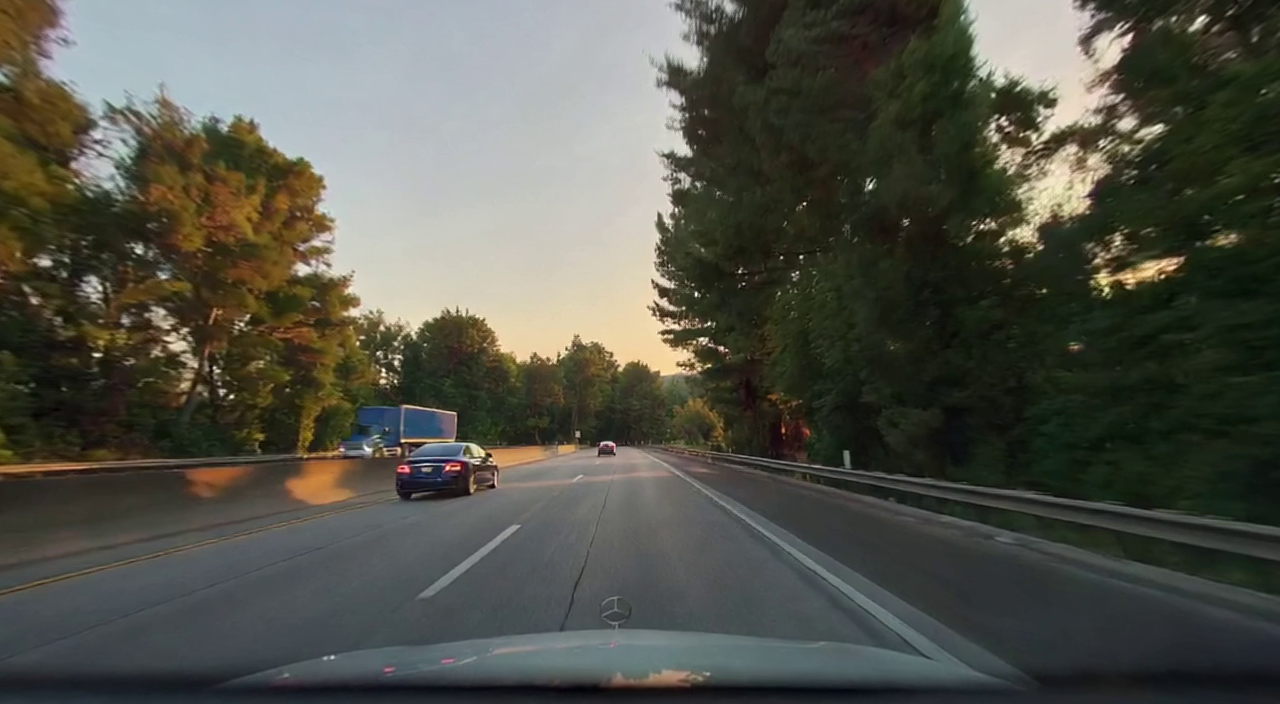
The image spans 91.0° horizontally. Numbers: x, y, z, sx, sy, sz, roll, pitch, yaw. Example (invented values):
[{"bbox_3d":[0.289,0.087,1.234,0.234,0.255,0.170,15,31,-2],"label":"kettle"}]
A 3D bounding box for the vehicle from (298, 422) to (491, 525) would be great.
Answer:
[{"bbox_3d":[-4.546,2.311,12.566,2.111,1.645,4.382,-1,-8,0],"label":"vehicle"}]

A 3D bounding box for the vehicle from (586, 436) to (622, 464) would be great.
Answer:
[{"bbox_3d":[-2.257,6.295,40.651,2.159,1.670,4.395,0,-8,-1],"label":"vehicle"}]
